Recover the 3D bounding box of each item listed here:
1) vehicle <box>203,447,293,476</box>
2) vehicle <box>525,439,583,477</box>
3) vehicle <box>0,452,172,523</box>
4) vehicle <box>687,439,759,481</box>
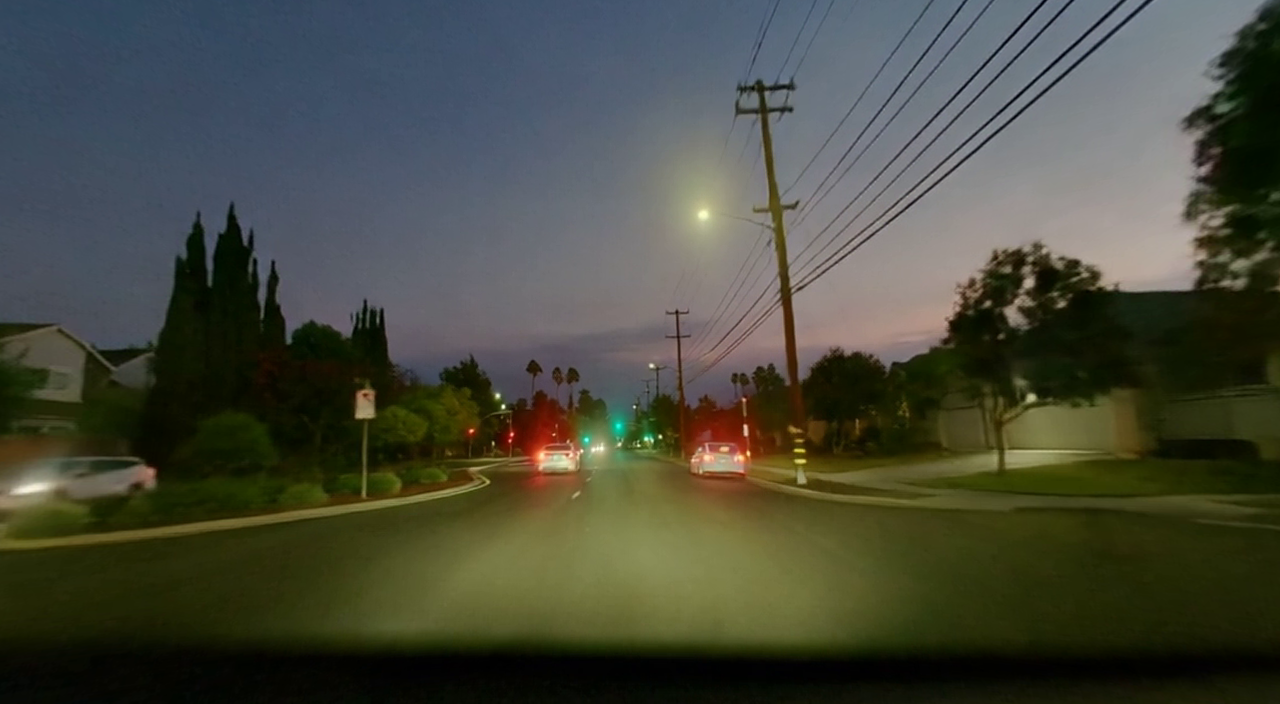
[{"bbox_3d":[-26.390,7.362,42.702,4.661,1.800,2.045,2,-8,-13],"label":"vehicle"},{"bbox_3d":[-3.545,4.452,26.870,2.041,1.471,4.602,0,-8,-3],"label":"vehicle"},{"bbox_3d":[-14.986,3.442,16.622,2.143,1.524,4.408,0,-8,-3],"label":"vehicle"},{"bbox_3d":[3.103,4.134,24.637,2.074,1.450,4.621,0,-8,-1],"label":"vehicle"}]
